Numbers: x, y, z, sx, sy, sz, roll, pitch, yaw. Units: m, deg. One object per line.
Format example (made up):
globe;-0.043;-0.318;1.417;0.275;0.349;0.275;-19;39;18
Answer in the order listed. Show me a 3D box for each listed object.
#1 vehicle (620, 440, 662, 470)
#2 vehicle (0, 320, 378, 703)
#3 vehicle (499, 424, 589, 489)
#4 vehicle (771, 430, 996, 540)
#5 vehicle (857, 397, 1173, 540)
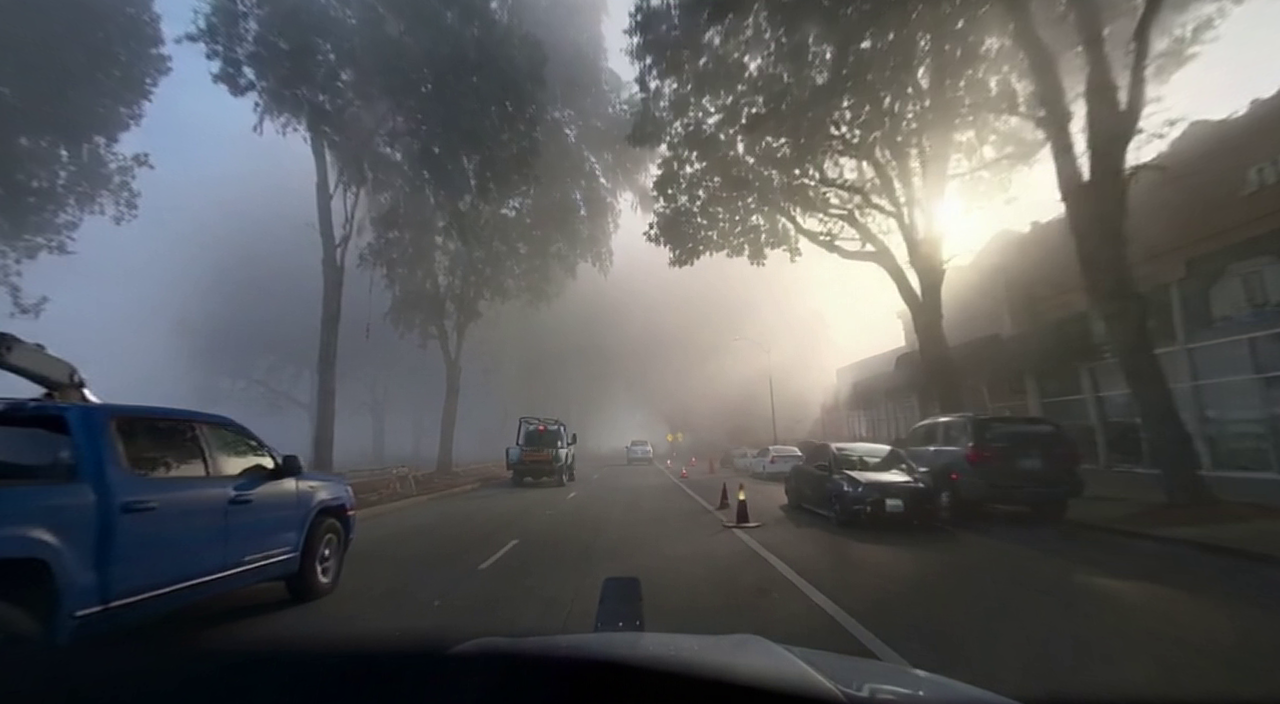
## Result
vehicle;-0.005;6.438;39.744;2.413;1.748;4.406;0;-8;-2
vehicle;-3.603;0.955;3.571;2.327;1.775;4.430;0;-8;0
vehicle;-3.309;3.779;23.174;2.424;2.063;5.678;0;-8;0
vehicle;4.085;2.295;11.622;2.082;1.601;4.451;0;-9;-4
vehicle;6.673;2.183;12.446;2.921;2.166;5.422;0;-8;1
